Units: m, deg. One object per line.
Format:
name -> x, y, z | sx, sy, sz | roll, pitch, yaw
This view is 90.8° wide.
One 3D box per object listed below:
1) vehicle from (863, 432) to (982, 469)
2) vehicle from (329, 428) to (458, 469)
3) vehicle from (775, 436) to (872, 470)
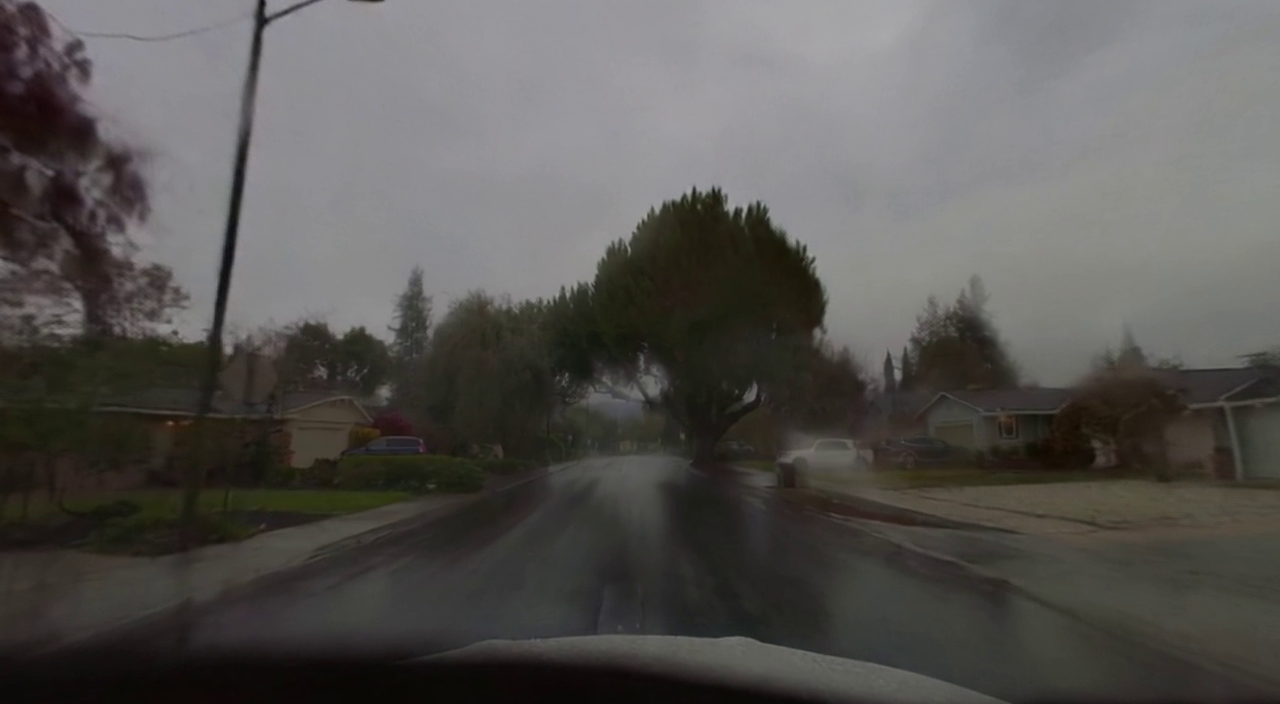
vehicle -> 15.265, 5.326, 34.338 | 5.395, 1.917, 2.153 | 0, -9, -2
vehicle -> -12.501, 4.929, 32.374 | 5.618, 1.997, 2.201 | 0, -9, -1
vehicle -> 9.791, 5.413, 33.923 | 4.582, 1.719, 1.947 | 0, -8, -1
